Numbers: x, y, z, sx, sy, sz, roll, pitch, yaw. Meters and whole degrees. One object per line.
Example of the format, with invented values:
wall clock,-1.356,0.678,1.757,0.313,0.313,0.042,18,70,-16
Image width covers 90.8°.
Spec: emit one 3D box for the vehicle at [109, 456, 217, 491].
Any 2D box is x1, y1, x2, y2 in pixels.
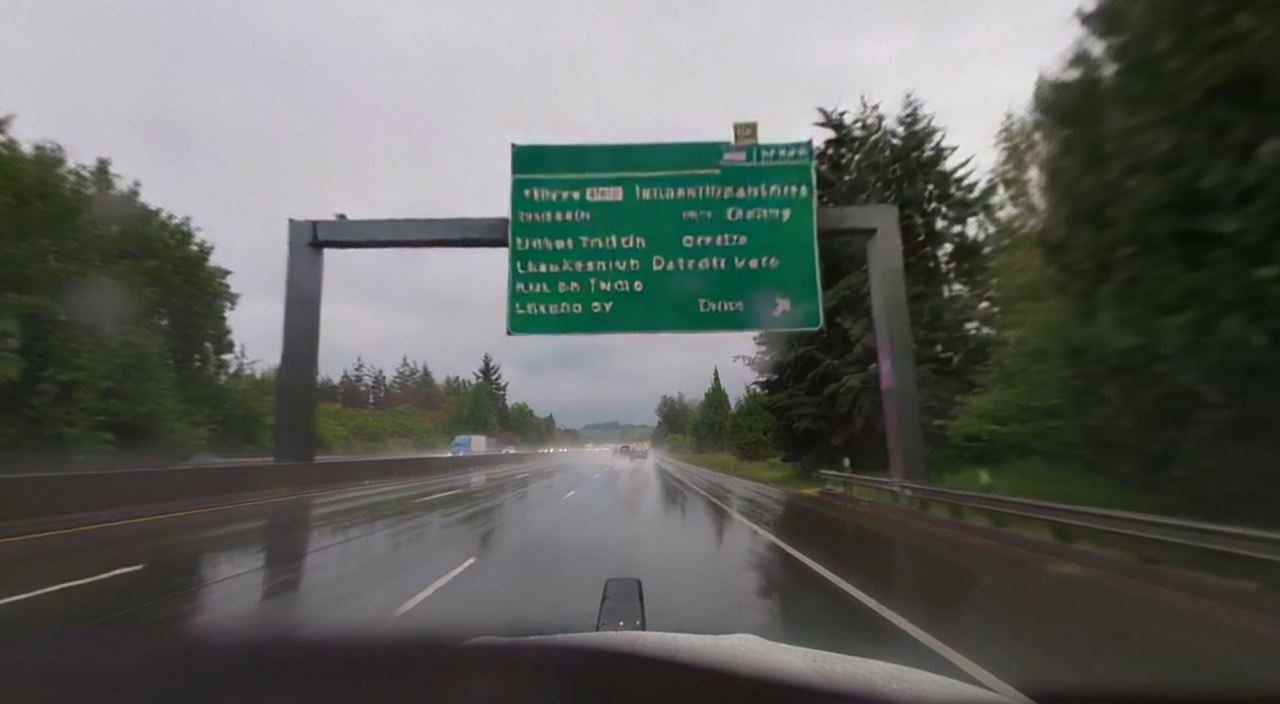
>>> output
vehicle,-21.036,5.338,28.078,1.645,1.373,4.176,0,-9,-2
